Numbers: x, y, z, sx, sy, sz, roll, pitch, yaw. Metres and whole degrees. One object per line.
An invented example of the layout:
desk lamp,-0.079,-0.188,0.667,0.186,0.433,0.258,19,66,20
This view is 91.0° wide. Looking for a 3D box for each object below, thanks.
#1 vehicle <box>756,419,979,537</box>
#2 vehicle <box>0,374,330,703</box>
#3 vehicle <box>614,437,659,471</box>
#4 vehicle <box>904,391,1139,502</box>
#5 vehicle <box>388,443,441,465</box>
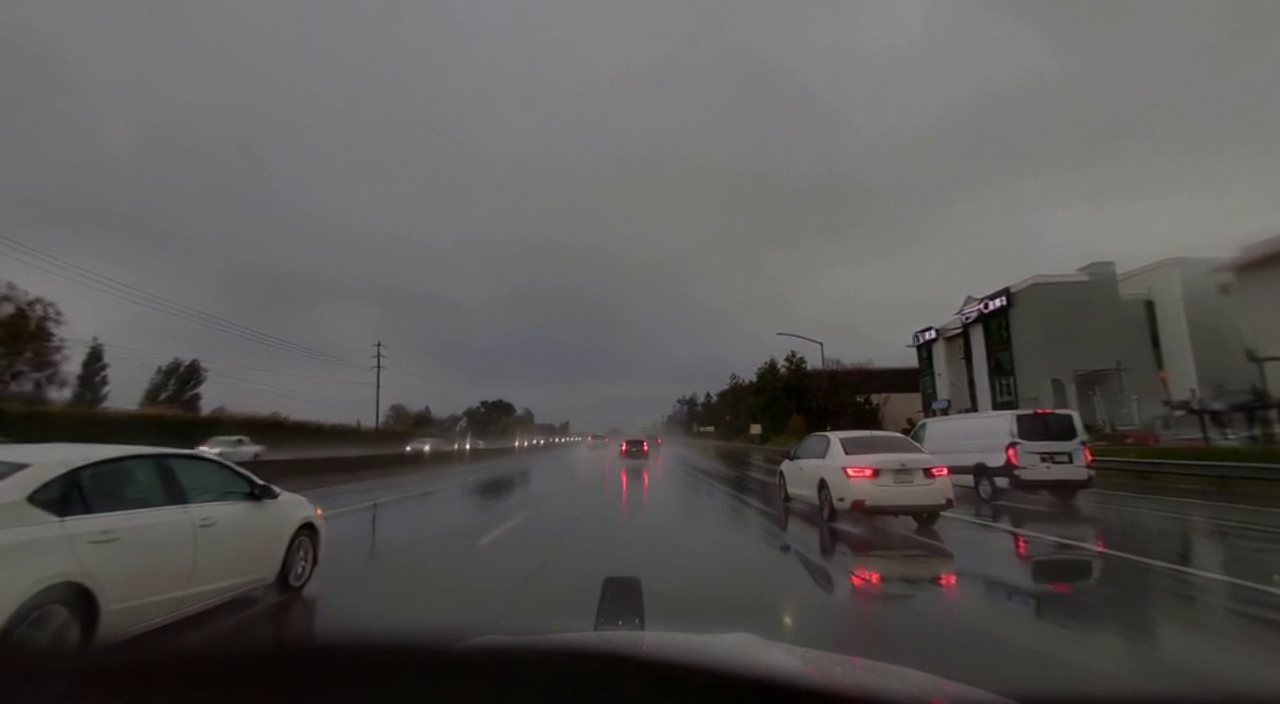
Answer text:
vehicle,3.443,1.994,10.644,1.995,1.533,4.463,0,-8,-2
vehicle,-3.922,0.987,3.346,2.251,1.575,4.488,0,-8,0
vehicle,-0.205,4.879,30.353,2.019,1.472,3.971,0,-8,-1
vehicle,9.114,2.358,15.889,2.349,2.280,5.423,0,-8,-2
vehicle,-16.008,7.239,44.938,1.997,1.490,4.490,-1,-8,1
